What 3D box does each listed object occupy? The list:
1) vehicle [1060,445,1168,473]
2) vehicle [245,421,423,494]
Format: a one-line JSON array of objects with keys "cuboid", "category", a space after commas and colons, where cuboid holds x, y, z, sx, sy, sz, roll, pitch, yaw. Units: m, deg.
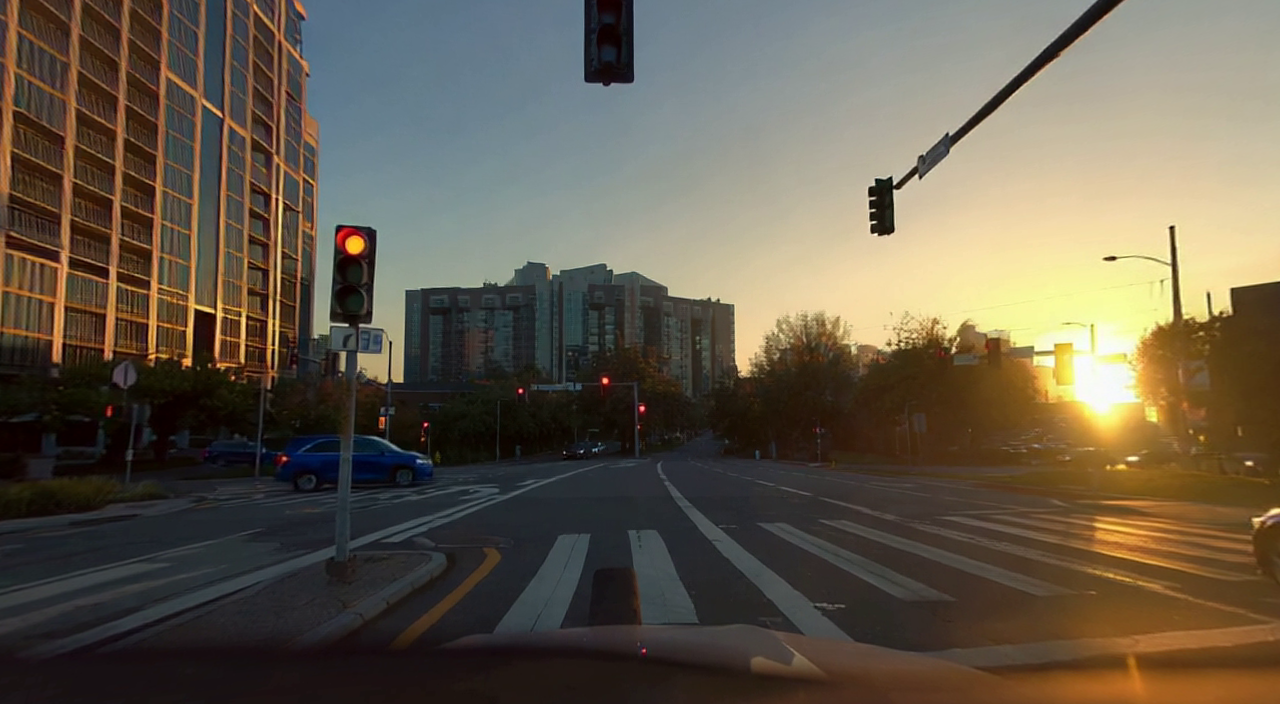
[{"cuboid": [27.810, 6.270, 36.899, 4.736, 1.542, 1.966, 0, -9, -1], "category": "vehicle"}, {"cuboid": [-14.010, 4.874, 29.442, 7.088, 3.096, 2.678, 2, -9, -18], "category": "vehicle"}]
